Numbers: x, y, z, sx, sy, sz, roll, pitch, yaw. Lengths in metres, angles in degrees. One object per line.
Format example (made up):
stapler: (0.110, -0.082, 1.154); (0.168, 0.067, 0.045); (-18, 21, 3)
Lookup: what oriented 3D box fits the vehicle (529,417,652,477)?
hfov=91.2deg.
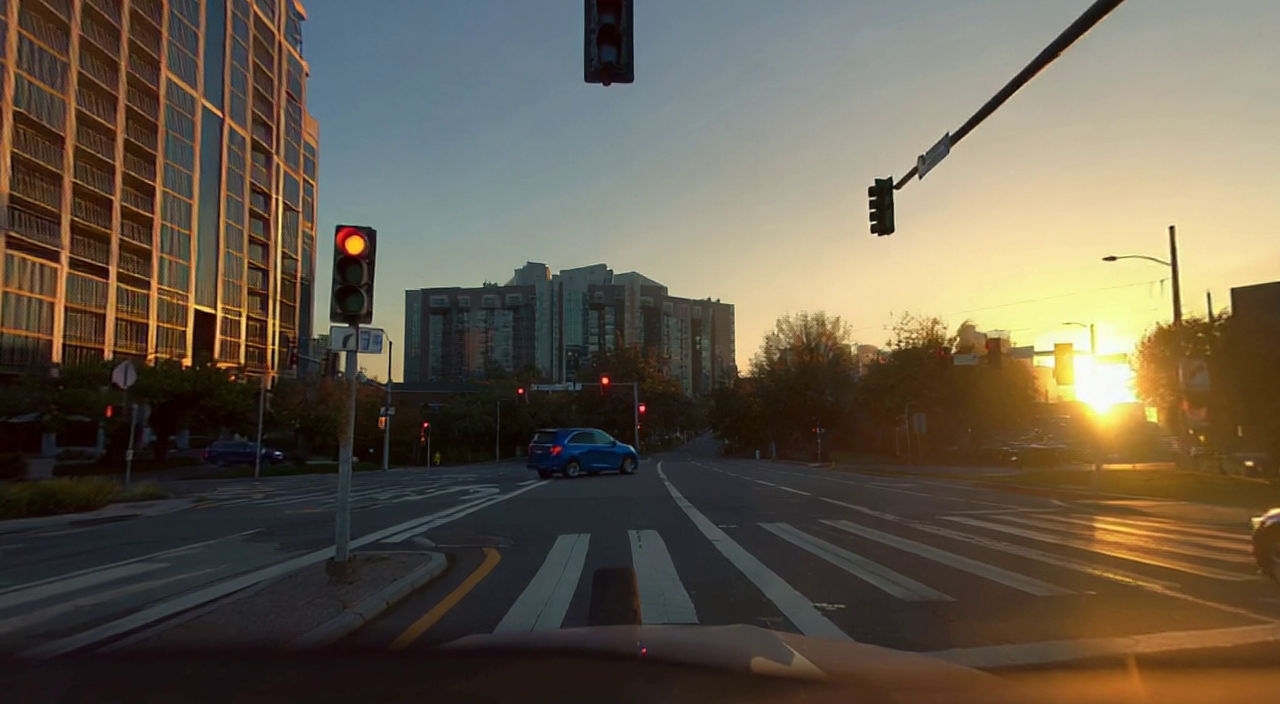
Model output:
vehicle: (-2.701, 5.485, 36.228); (2.678, 3.096, 7.088); (-9, -12, 43)

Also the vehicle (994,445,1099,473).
vehicle: (23.763, 6.272, 36.729); (4.736, 1.542, 1.966); (0, -9, -2)
